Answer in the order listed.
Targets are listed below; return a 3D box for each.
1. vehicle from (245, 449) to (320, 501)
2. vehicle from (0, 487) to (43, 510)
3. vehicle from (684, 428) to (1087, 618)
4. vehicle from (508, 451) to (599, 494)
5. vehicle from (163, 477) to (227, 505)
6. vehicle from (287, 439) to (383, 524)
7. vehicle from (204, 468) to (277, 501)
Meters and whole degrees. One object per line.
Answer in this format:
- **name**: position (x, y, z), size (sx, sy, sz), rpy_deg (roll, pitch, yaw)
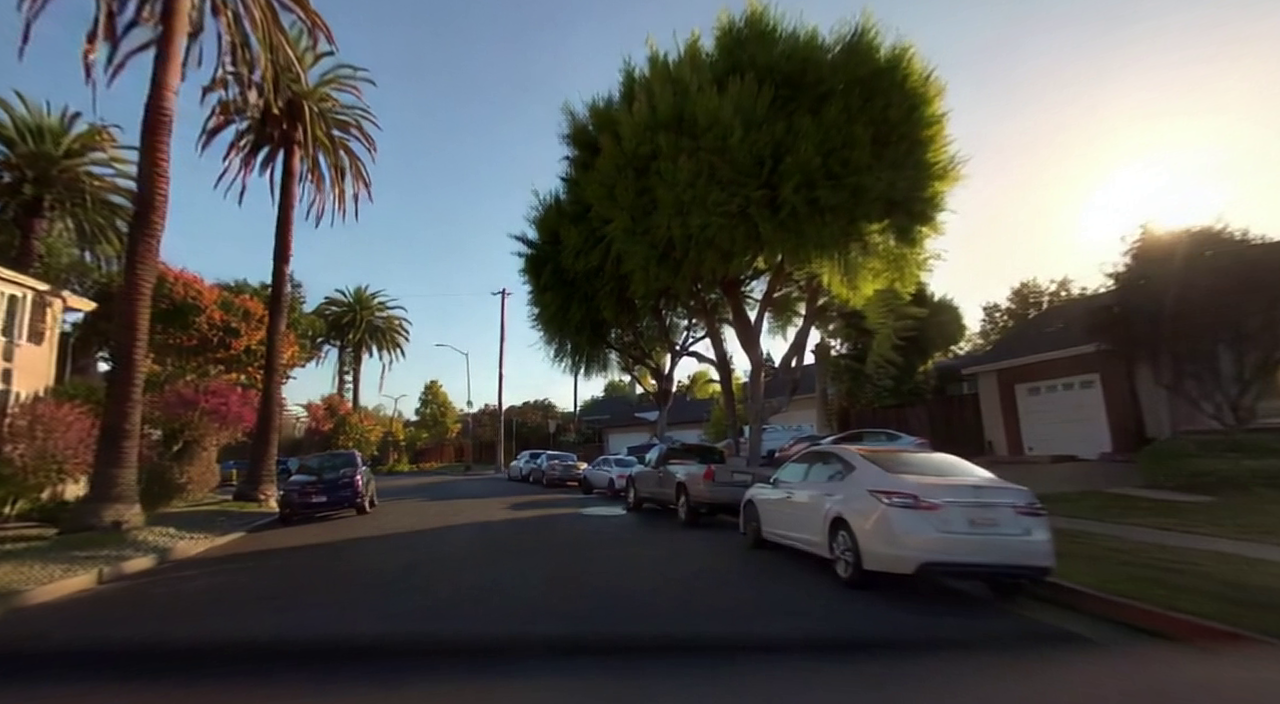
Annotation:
- **vehicle**: position (-19.760, 6.824, 34.648), size (2.395, 2.109, 5.628), rpy_deg (1, -13, -42)
- **vehicle**: position (-49.760, 11.527, 49.415), size (4.391, 1.591, 1.942), rpy_deg (-3, -8, 12)
- **vehicle**: position (2.296, 1.763, 7.743), size (2.108, 1.503, 4.977), rpy_deg (2, -9, -13)
- **vehicle**: position (-3.571, 4.742, 25.184), size (2.006, 1.484, 4.768), rpy_deg (5, -10, -28)
- **vehicle**: position (-29.869, 9.293, 42.221), size (4.390, 1.559, 1.812), rpy_deg (-5, -10, 32)
- **vehicle**: position (-8.149, 3.424, 17.190), size (2.026, 1.816, 4.532), rpy_deg (-2, -8, -22)
- **vehicle**: position (-24.727, 8.151, 38.857), size (4.944, 1.819, 2.001), rpy_deg (-9, -12, 35)
